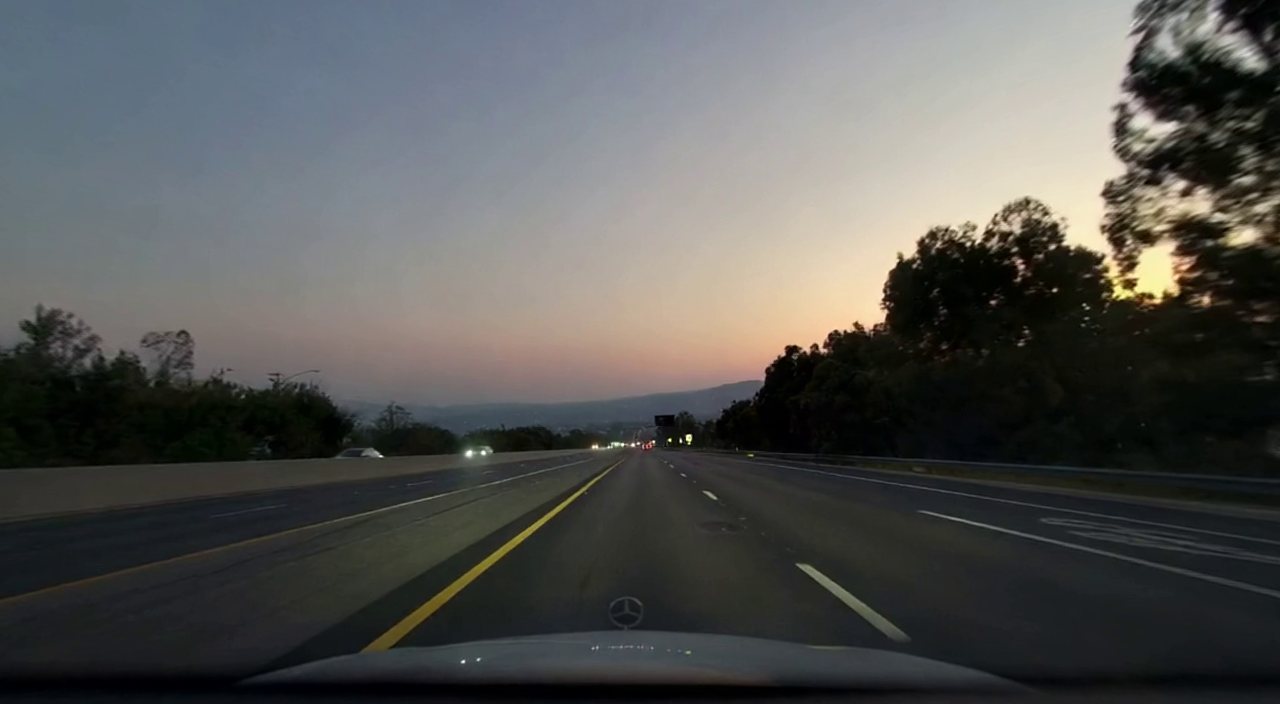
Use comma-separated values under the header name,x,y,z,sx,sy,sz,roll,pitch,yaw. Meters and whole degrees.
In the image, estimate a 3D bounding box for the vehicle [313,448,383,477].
name,x,y,z,sx,sy,sz,roll,pitch,yaw
vehicle,-16.709,6.315,36.360,1.906,1.500,4.321,0,-9,1
